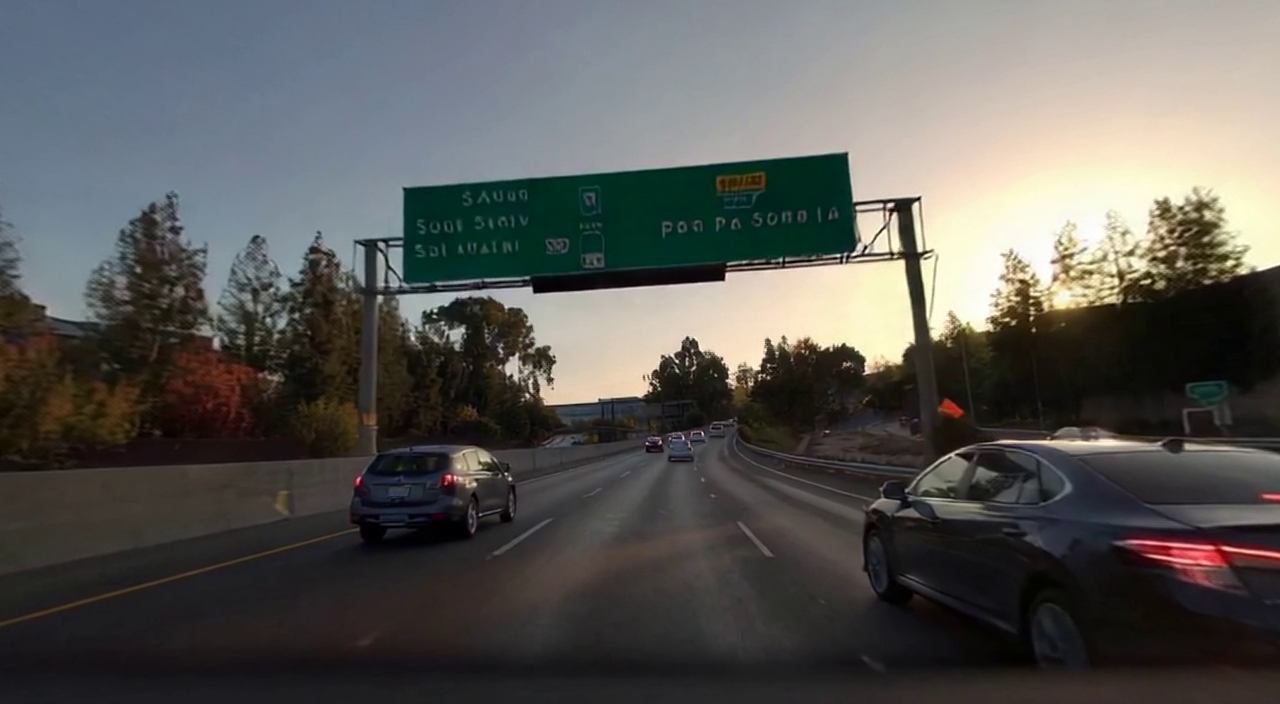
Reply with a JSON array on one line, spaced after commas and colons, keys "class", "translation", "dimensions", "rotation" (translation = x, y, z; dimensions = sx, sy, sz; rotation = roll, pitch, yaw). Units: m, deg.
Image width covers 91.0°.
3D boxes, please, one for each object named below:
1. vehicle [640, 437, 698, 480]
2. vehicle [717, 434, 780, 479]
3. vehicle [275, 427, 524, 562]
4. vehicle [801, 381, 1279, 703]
[{"class": "vehicle", "translation": [1.187, 4.327, 25.792], "dimensions": [2.201, 1.614, 3.803], "rotation": [-1, -9, 3]}, {"class": "vehicle", "translation": [4.391, 4.301, 26.148], "dimensions": [2.076, 1.684, 4.241], "rotation": [0, -9, 3]}, {"class": "vehicle", "translation": [-3.219, 2.007, 9.621], "dimensions": [1.937, 1.558, 4.469], "rotation": [0, -9, 1]}, {"class": "vehicle", "translation": [2.608, 1.165, 3.907], "dimensions": [2.009, 1.489, 4.559], "rotation": [0, -9, 0]}]
